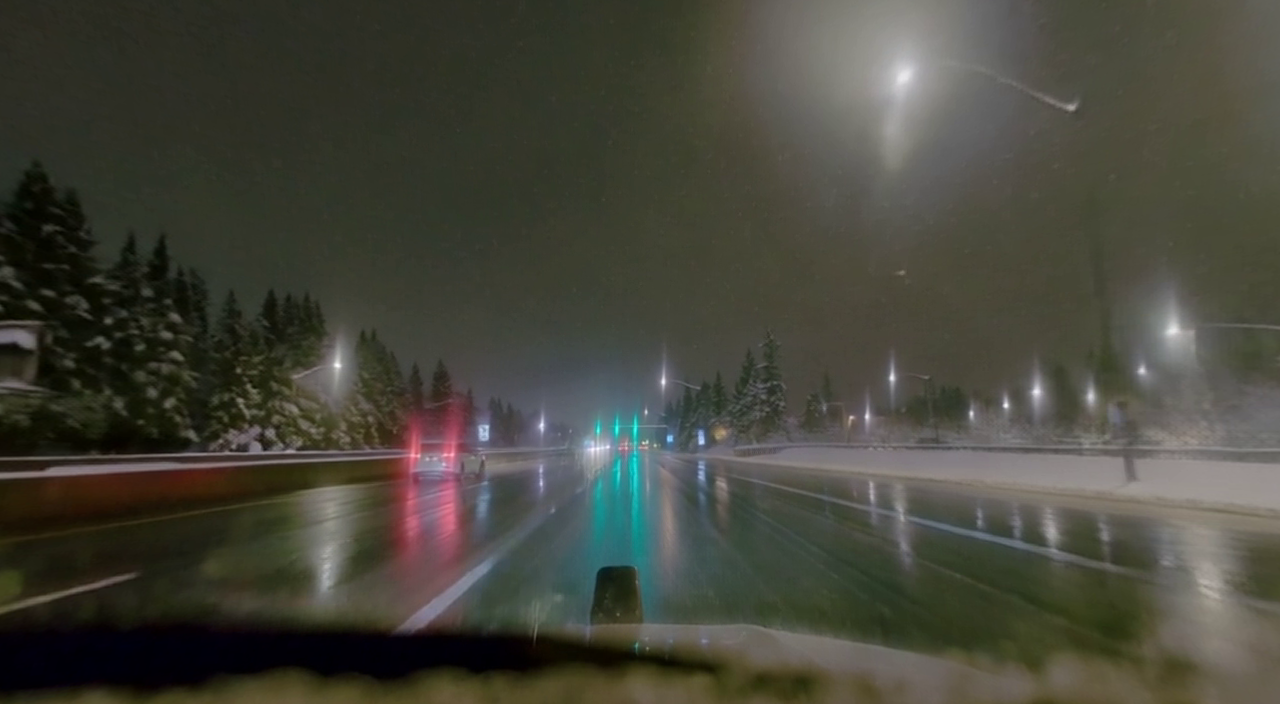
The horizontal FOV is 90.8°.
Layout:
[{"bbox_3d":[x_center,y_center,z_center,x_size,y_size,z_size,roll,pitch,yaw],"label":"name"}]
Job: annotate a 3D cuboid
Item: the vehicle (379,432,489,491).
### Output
[{"bbox_3d":[-7.052,3.792,22.280,2.231,1.807,4.758,0,-8,0],"label":"vehicle"}]
